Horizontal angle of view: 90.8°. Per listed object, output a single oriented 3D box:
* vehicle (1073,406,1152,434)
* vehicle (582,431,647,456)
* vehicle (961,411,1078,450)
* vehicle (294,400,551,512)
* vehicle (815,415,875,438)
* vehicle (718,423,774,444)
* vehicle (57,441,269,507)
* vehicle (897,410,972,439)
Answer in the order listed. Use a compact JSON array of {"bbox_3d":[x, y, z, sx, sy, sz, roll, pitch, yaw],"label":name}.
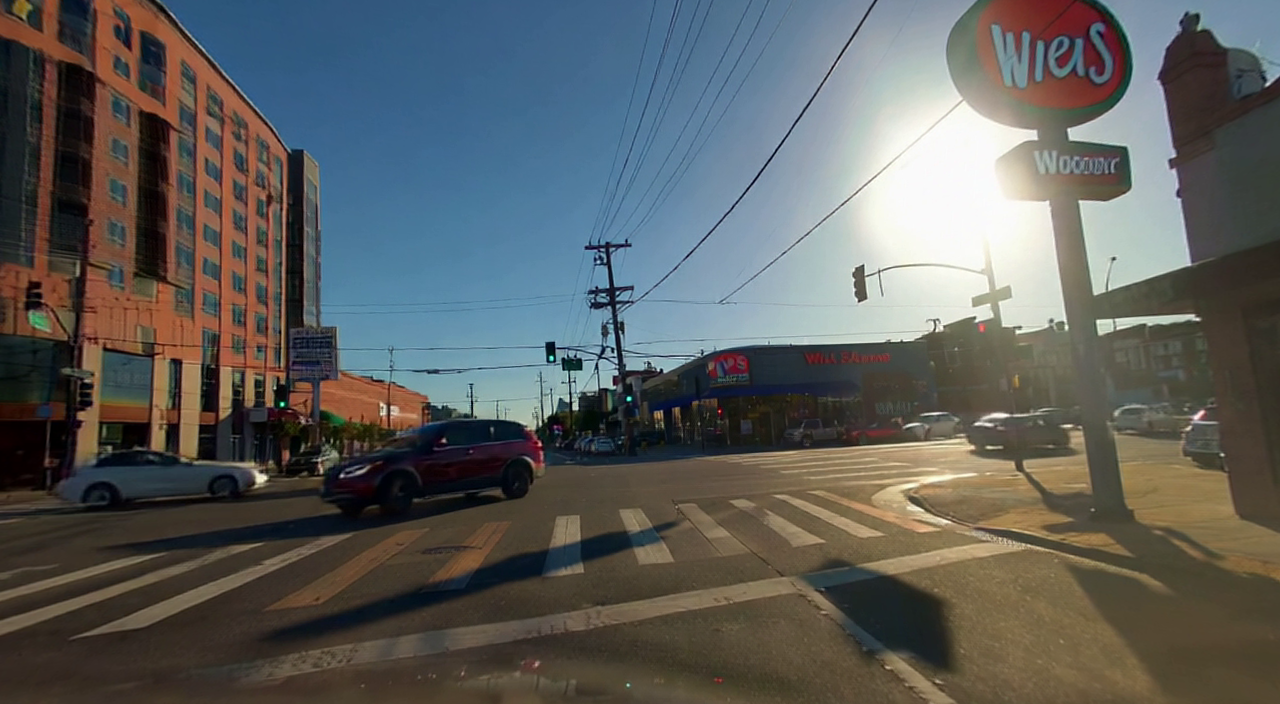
[{"bbox_3d":[26.720,3.904,35.698,4.433,1.453,1.804,4,-10,-29],"label":"vehicle"},{"bbox_3d":[-1.916,6.740,46.538,4.506,1.733,1.857,1,-9,-11],"label":"vehicle"},{"bbox_3d":[15.804,3.285,26.258,4.707,1.487,1.907,4,-9,-28],"label":"vehicle"},{"bbox_3d":[-4.473,2.302,14.342,2.374,1.985,5.588,-4,-9,21],"label":"vehicle"},{"bbox_3d":[16.041,5.856,49.418,4.589,1.730,1.801,4,-9,-31],"label":"vehicle"},{"bbox_3d":[7.587,5.878,45.386,1.866,1.430,3.901,5,-10,-31],"label":"vehicle"},{"bbox_3d":[-13.111,3.284,17.548,2.166,1.579,4.300,-9,-12,44],"label":"vehicle"},{"bbox_3d":[19.258,4.772,41.266,4.474,1.788,2.039,4,-10,-28],"label":"vehicle"}]
